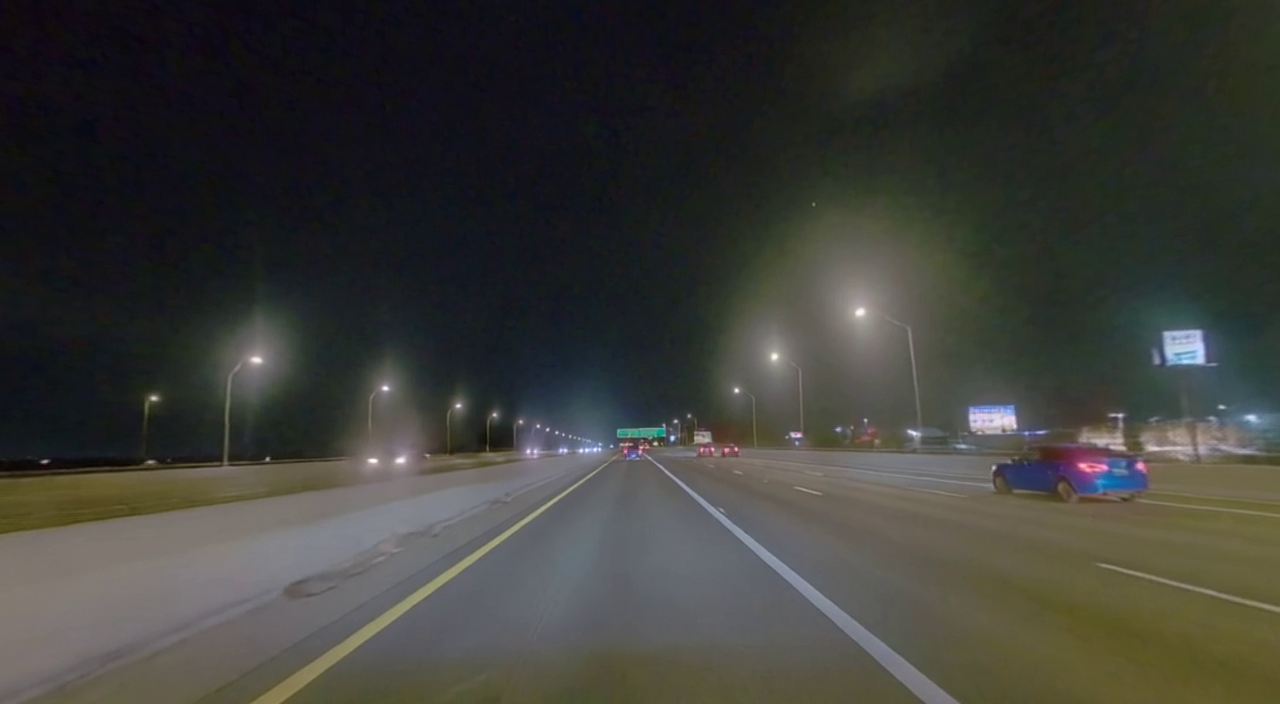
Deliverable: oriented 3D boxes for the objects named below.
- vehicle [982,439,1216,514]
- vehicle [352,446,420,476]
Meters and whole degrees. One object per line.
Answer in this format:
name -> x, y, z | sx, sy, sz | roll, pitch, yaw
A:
vehicle -> 10.711, 2.882, 15.340 | 2.024, 1.481, 4.747 | 1, -8, -2
vehicle -> -14.691, 6.314, 36.896 | 2.013, 1.529, 4.916 | 0, -8, -1
